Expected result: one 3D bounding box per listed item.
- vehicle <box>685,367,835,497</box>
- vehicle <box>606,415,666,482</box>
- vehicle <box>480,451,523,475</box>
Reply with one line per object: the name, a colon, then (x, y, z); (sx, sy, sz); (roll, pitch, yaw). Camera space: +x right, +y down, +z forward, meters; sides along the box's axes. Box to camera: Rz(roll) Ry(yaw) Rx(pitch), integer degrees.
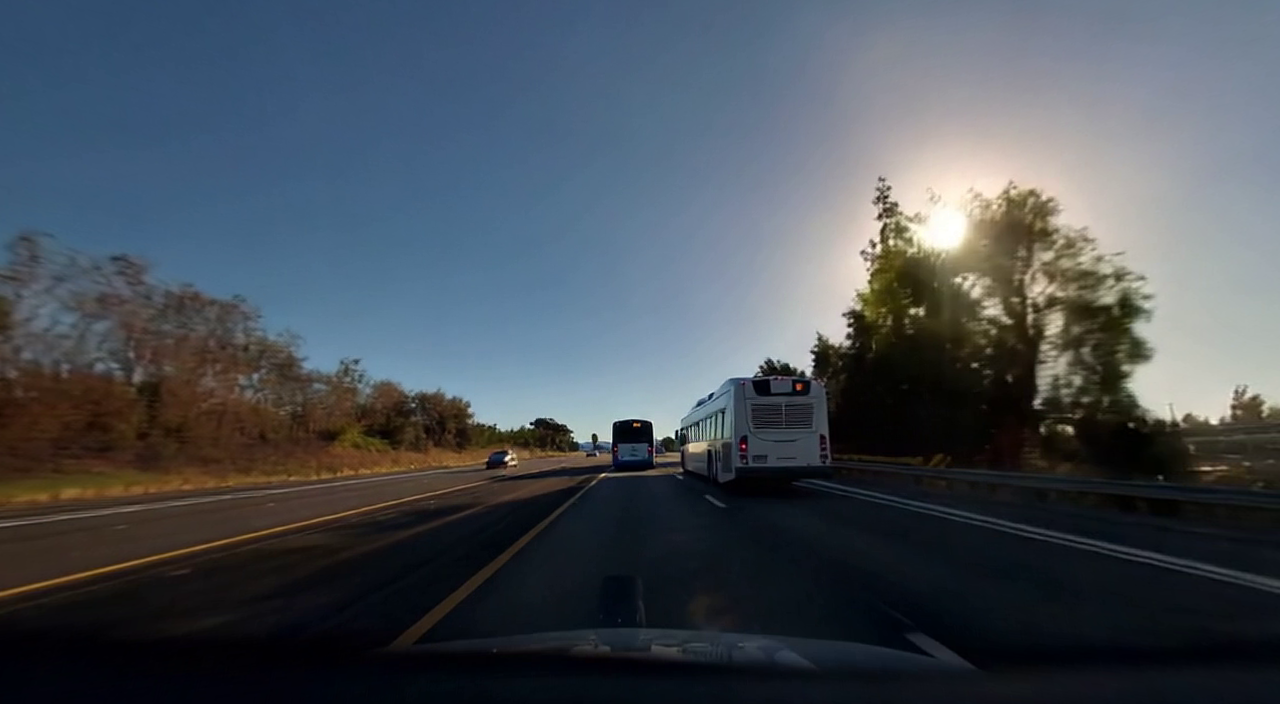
vehicle: (3.869, 3.230, 24.281); (3.074, 3.668, 12.805); (0, -9, -1)
vehicle: (-0.183, 4.366, 28.340); (2.414, 2.675, 5.574); (-1, -9, 0)
vehicle: (-9.178, 7.376, 41.833); (1.967, 1.518, 4.110); (-1, -9, 0)
